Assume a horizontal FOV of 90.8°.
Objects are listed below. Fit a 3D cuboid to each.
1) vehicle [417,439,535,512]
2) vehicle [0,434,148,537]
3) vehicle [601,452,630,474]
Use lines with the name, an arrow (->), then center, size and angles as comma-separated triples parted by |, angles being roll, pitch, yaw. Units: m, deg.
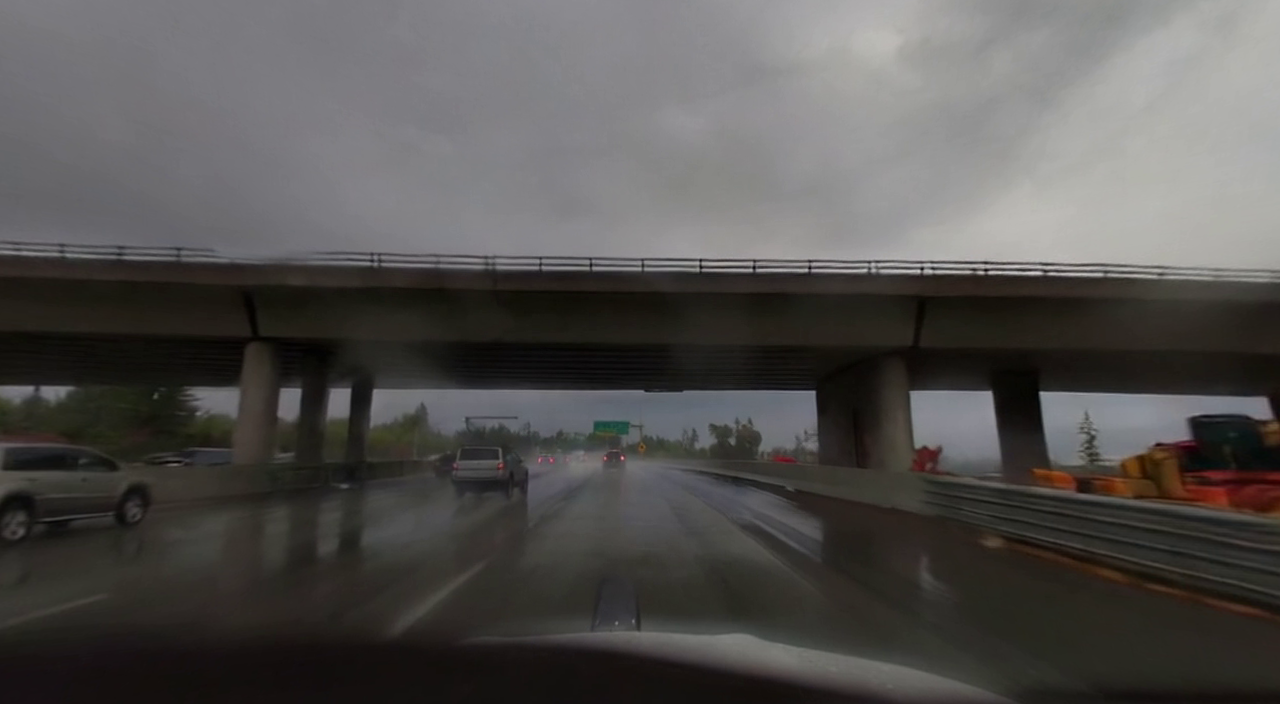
vehicle -> -4.145, 3.164, 16.740 | 2.024, 1.655, 4.192 | 0, -8, -1
vehicle -> -11.583, 2.345, 11.415 | 1.967, 1.681, 4.203 | 0, -8, -1
vehicle -> -1.842, 8.231, 47.114 | 2.051, 1.459, 4.092 | 1, -8, -3
